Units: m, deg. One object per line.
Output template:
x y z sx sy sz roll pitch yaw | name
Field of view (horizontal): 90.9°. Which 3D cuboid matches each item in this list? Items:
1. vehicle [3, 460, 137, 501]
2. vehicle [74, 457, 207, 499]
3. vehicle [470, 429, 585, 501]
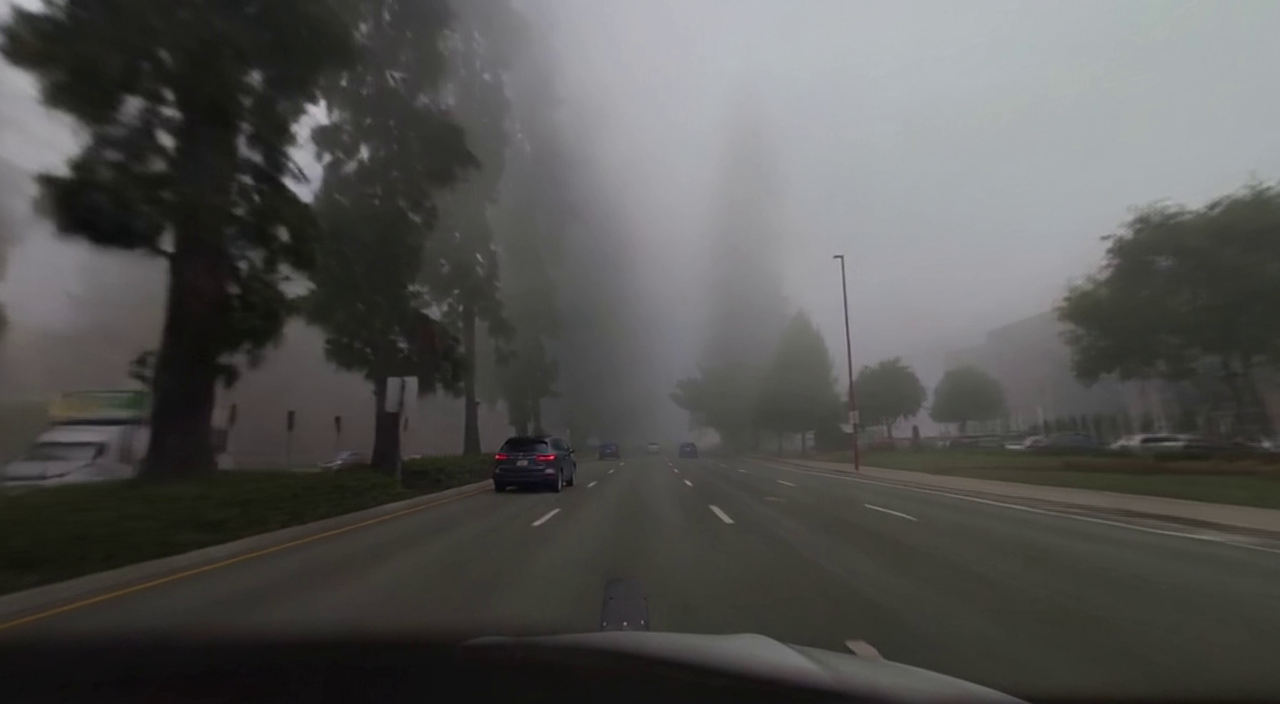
-24.508 5.524 27.343 1.825 1.498 4.308 0 -8 -1 | vehicle
-20.725 5.230 26.459 1.817 1.495 4.540 0 -8 1 | vehicle
-2.814 2.972 17.001 2.121 1.656 4.559 0 -8 2 | vehicle
